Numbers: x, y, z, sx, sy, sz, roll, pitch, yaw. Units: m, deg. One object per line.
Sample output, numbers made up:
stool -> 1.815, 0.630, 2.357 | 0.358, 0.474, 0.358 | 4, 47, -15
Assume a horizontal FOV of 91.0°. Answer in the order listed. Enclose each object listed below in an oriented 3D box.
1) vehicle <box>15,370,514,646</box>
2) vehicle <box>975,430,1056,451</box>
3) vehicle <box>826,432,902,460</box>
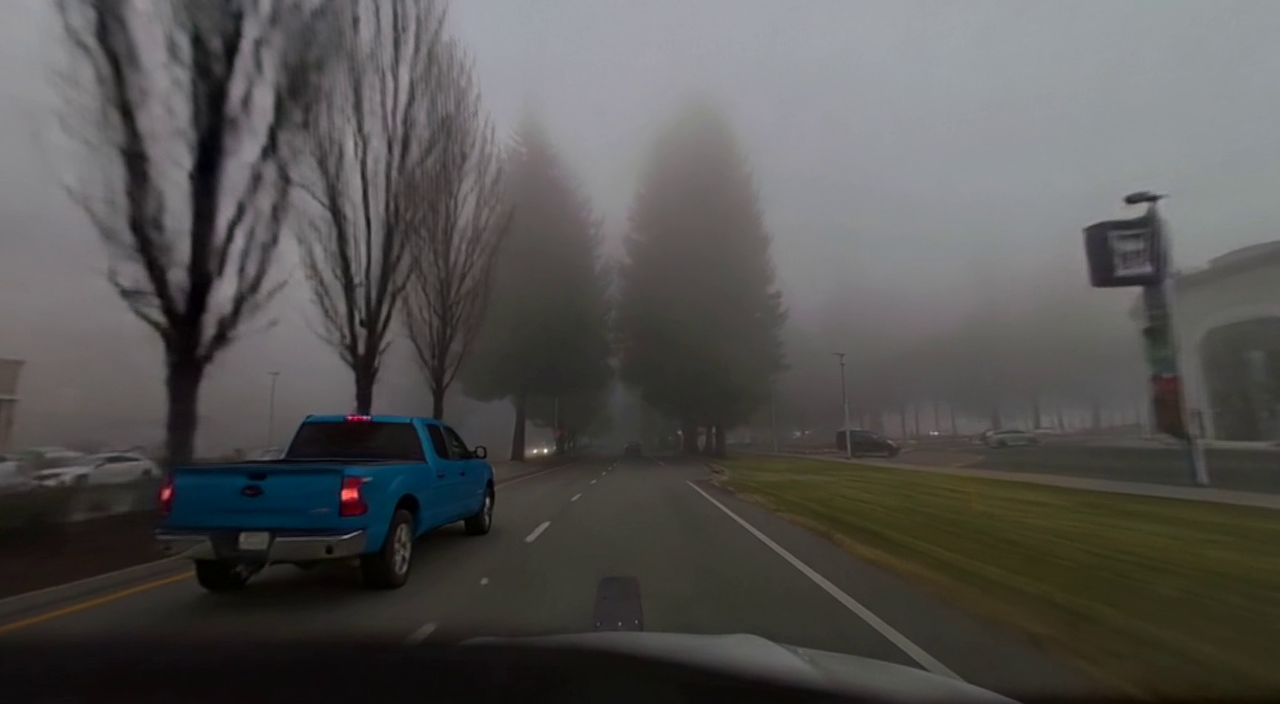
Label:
vehicle -> -2.990, 1.408, 6.867 | 2.065, 1.790, 5.417 | 0, -8, 0
vehicle -> 27.405, 6.493, 46.016 | 4.604, 1.487, 1.911 | 0, -8, 0
vehicle -> 15.457, 6.521, 43.615 | 4.332, 1.744, 2.115 | 0, -11, -3
